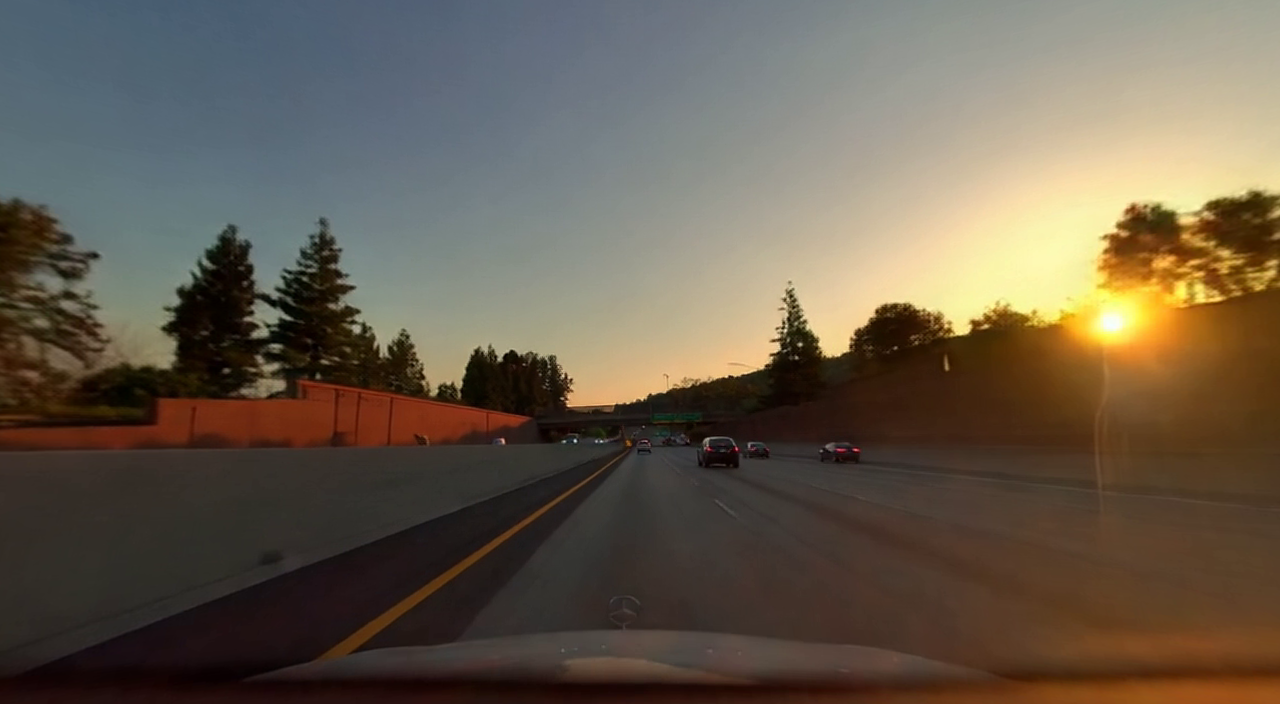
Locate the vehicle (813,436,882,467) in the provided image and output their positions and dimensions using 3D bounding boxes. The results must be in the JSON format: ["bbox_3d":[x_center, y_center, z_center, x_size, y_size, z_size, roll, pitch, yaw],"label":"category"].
[{"bbox_3d":[10.481,5.055,32.180,1.970,1.479,4.480,0,-8,0],"label":"vehicle"}]

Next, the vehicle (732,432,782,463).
[{"bbox_3d":[7.158,5.895,38.935,2.178,1.749,4.570,0,-8,0],"label":"vehicle"}]

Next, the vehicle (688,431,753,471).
[{"bbox_3d":[3.554,4.475,28.629,2.326,1.644,4.206,0,-8,-1],"label":"vehicle"}]
